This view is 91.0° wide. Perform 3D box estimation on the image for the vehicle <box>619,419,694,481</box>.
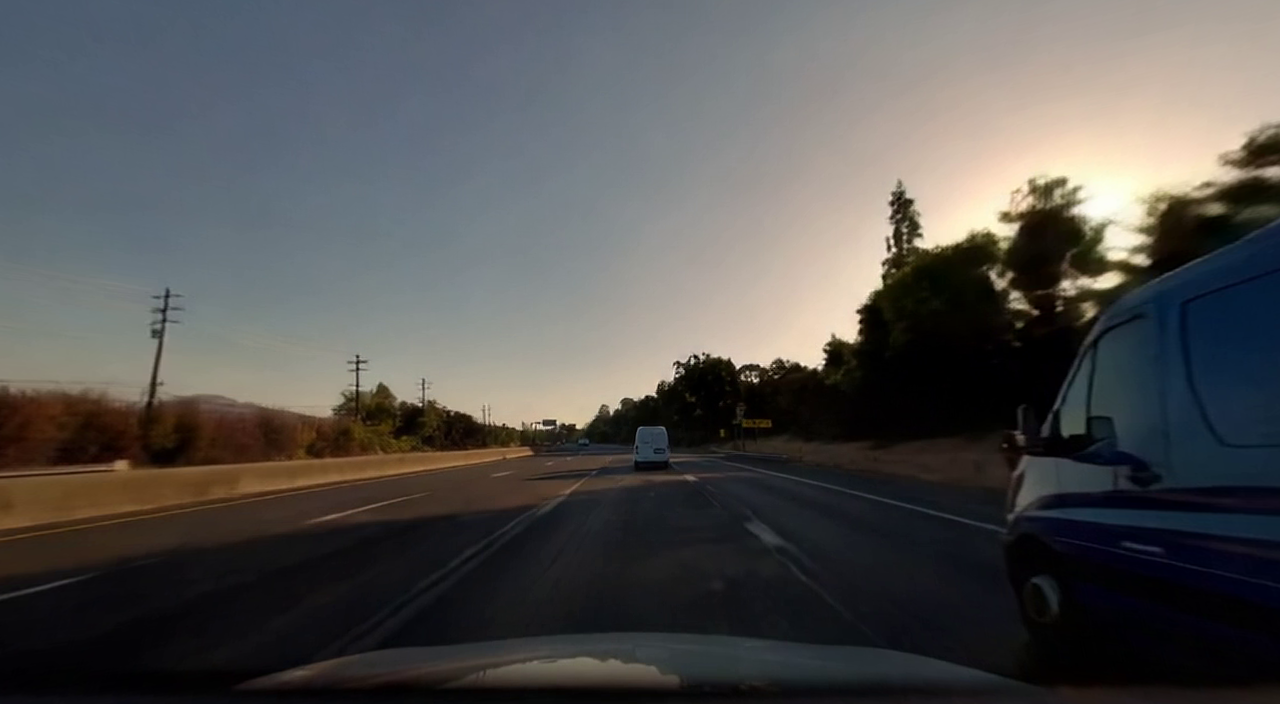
[{"bbox_3d":[0.606,3.561,23.136,2.469,2.027,4.554,0,-8,2],"label":"vehicle"}]
